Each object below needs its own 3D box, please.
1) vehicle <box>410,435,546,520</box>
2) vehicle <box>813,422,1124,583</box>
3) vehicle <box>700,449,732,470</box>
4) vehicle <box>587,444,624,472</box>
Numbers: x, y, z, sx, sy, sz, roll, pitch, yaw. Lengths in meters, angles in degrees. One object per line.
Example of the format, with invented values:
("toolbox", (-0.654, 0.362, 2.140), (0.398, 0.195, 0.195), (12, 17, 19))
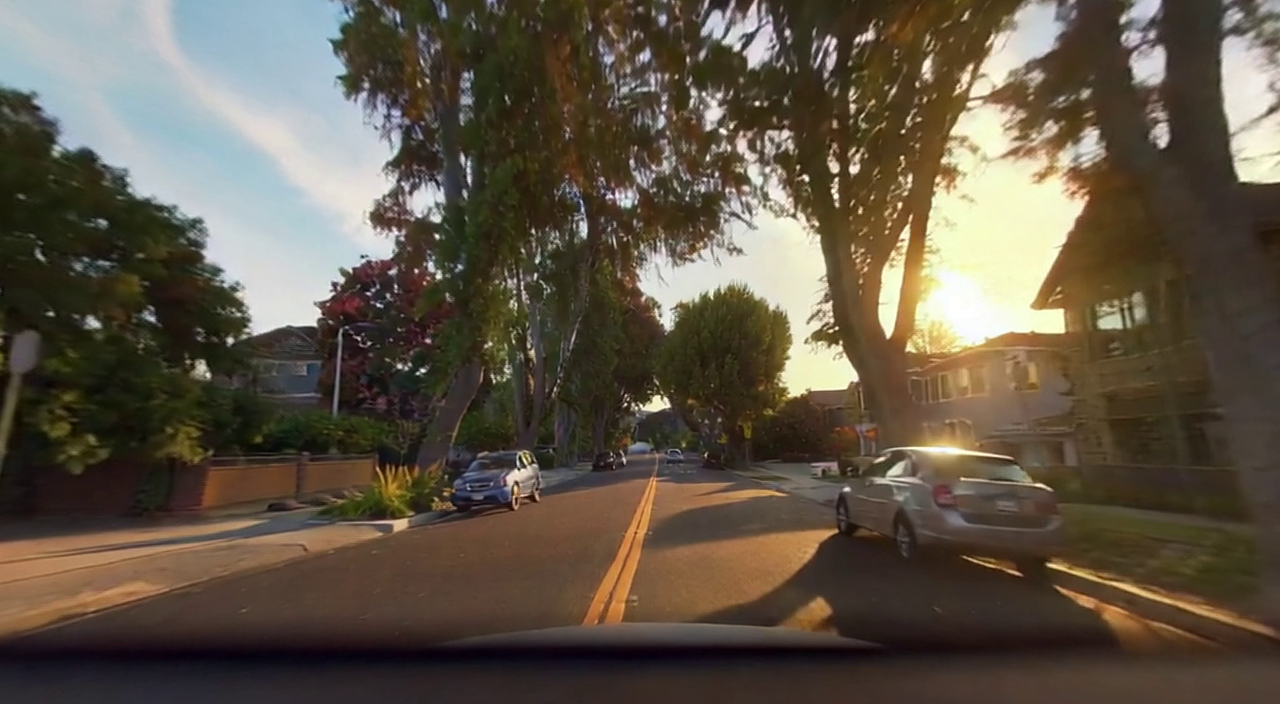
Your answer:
("vehicle", (-4.015, 3.207, 16.576), (2.093, 1.810, 4.555), (-3, -9, 4))
("vehicle", (4.056, 1.930, 8.857), (2.115, 1.673, 4.236), (-1, -9, 1))
("vehicle", (5.896, 8.407, 49.501), (2.047, 1.532, 4.350), (-1, -9, 1))
("vehicle", (-2.585, 8.115, 48.737), (2.155, 1.907, 5.100), (-4, -9, 4))
